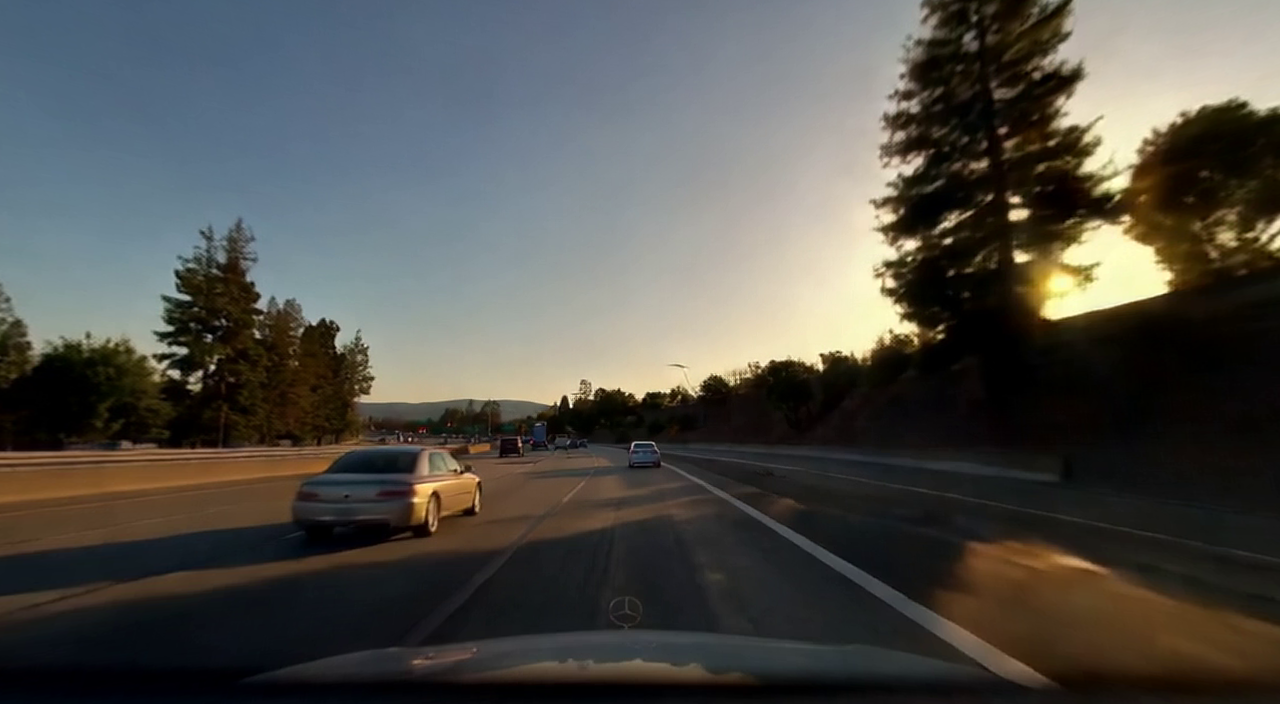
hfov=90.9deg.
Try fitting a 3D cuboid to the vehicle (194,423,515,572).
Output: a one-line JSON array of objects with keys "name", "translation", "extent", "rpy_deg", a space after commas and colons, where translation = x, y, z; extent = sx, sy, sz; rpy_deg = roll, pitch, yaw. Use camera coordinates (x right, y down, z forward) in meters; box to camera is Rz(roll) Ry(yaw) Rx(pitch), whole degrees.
[{"name": "vehicle", "translation": [-3.463, 1.888, 9.087], "extent": [2.246, 1.519, 4.980], "rpy_deg": [0, -9, 1]}]

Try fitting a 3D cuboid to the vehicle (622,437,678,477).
[{"name": "vehicle", "translation": [0.311, 4.139, 25.052], "extent": [2.051, 1.444, 3.927], "rpy_deg": [0, -9, -2]}]
